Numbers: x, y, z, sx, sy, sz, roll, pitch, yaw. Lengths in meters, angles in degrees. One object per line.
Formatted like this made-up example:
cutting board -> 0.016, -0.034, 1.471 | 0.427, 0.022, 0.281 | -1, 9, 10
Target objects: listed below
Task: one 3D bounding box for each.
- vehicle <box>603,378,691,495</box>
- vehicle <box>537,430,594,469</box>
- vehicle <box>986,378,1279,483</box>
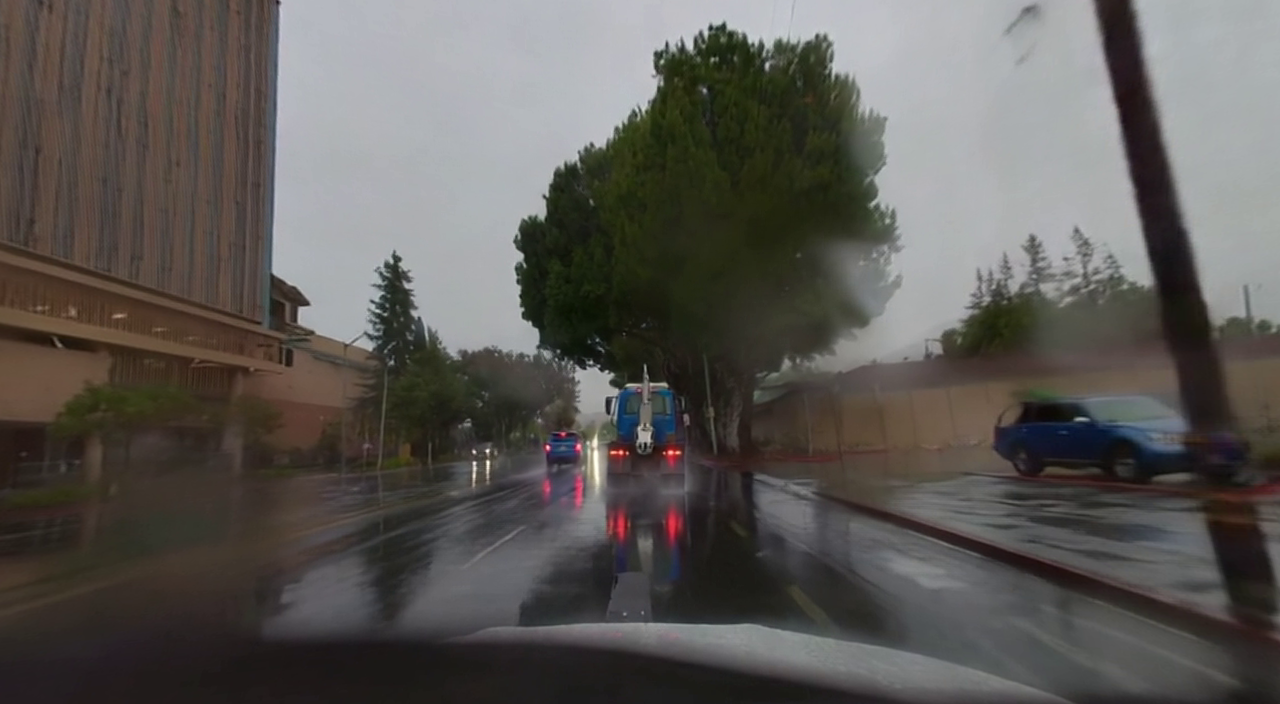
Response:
vehicle -> 0.080, 3.286, 24.567 | 2.552, 3.461, 11.044 | -1, -8, -1
vehicle -> -3.431, 4.601, 29.835 | 2.081, 1.688, 4.235 | -1, -8, 1
vehicle -> 10.190, 1.707, 13.568 | 2.186, 1.783, 4.716 | -1, -8, -10
